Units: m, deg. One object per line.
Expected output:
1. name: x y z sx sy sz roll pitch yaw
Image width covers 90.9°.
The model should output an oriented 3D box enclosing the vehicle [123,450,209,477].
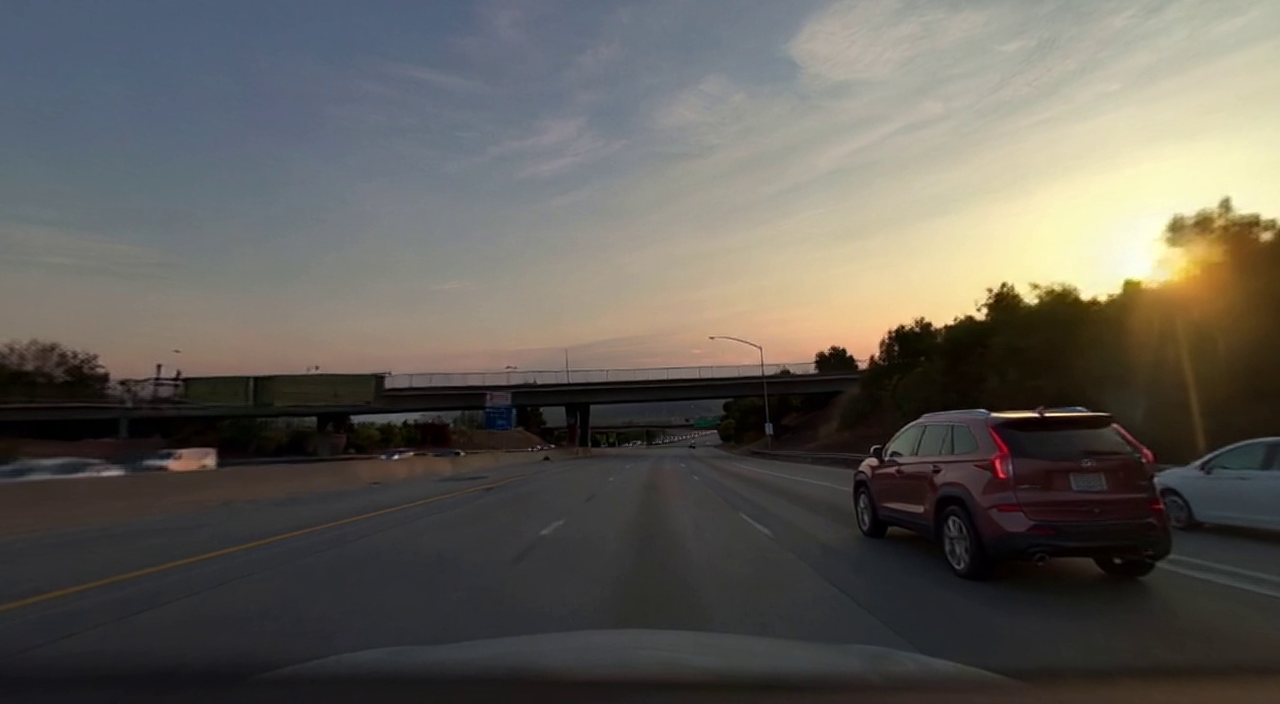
1. vehicle: -32.019 7.503 42.719 1.955 1.662 4.424 -2 -9 9

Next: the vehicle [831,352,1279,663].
1. vehicle: 3.491 1.195 5.864 2.019 1.732 4.579 0 -9 1

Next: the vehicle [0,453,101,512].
1. vehicle: -17.534 3.521 17.145 1.806 1.484 4.367 0 -9 1
